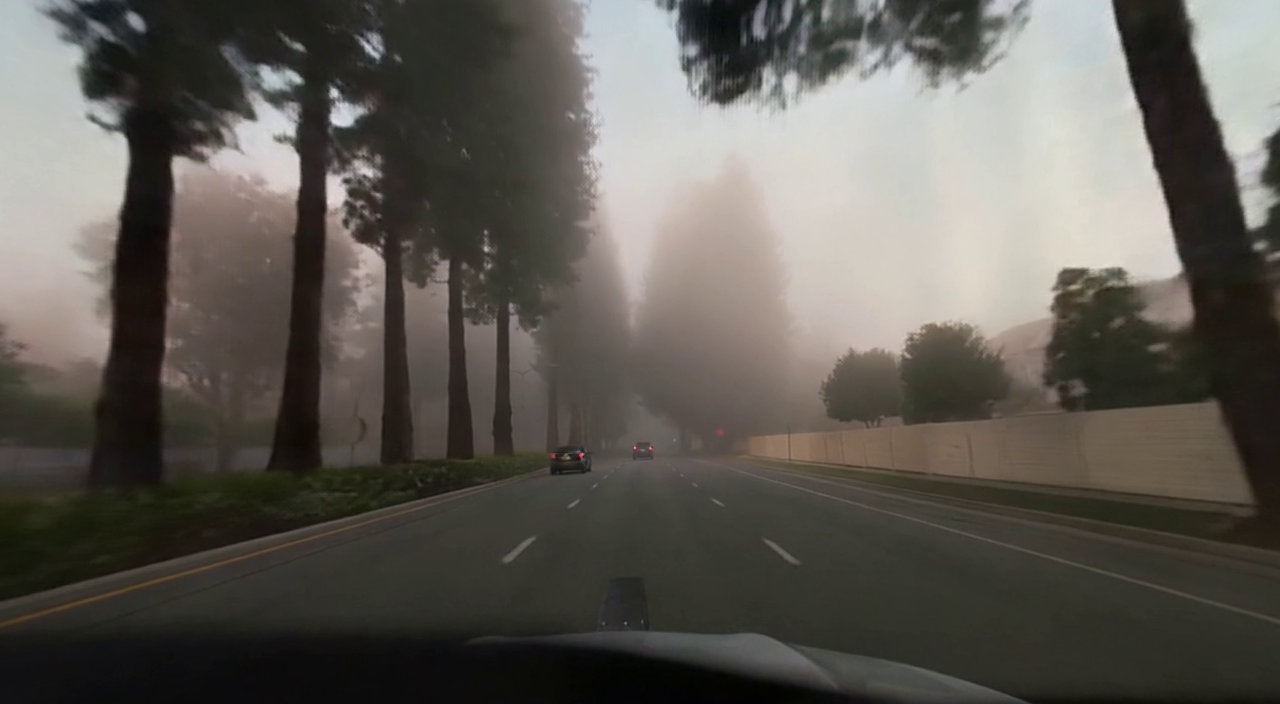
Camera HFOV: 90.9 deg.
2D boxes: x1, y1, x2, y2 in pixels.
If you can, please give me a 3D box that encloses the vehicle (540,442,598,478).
[{"bbox_3d":[-3.110,4.823,28.446,2.021,1.466,4.330,0,-9,1],"label":"vehicle"}]
